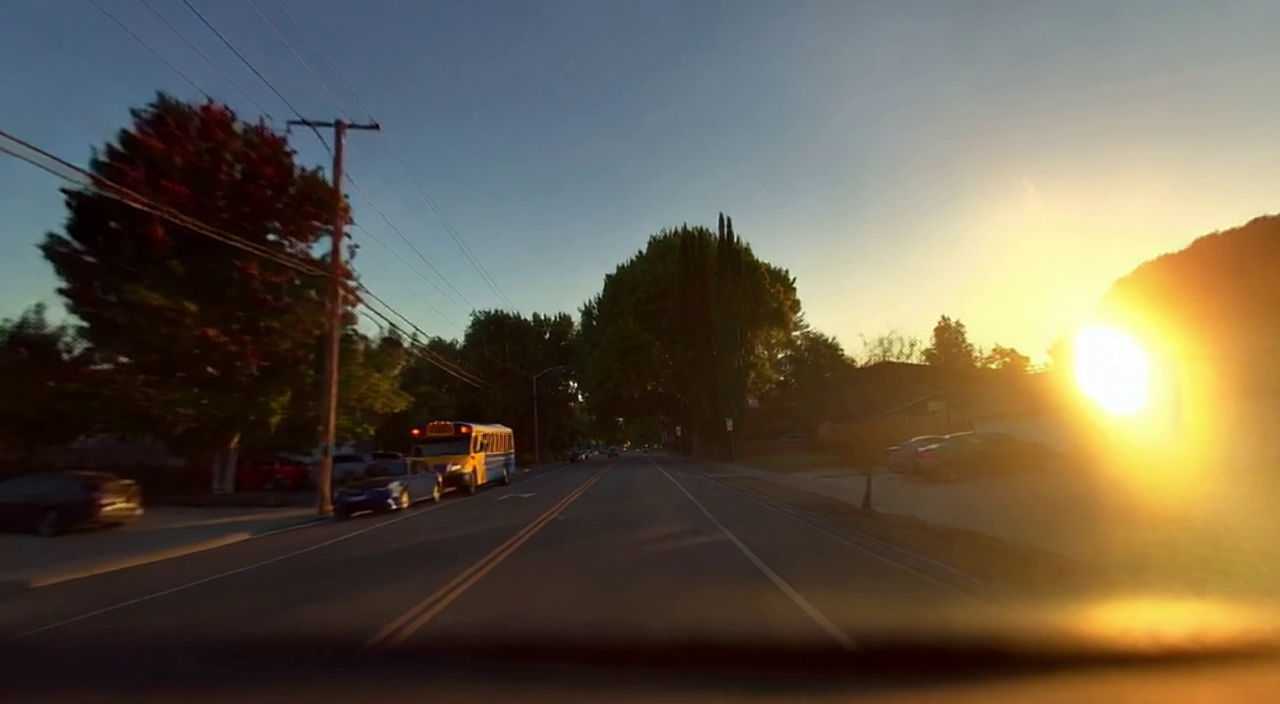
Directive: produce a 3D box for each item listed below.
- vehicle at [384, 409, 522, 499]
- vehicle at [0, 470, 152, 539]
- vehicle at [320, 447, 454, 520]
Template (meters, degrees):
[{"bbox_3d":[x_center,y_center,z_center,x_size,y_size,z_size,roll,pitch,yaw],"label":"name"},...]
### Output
[{"bbox_3d":[-6.676,3.820,23.900,2.835,2.876,7.091,0,-9,2],"label":"vehicle"},{"bbox_3d":[-14.579,3.617,15.325,4.296,1.420,1.874,-2,-9,12],"label":"vehicle"},{"bbox_3d":[-6.802,3.530,17.608,2.023,1.721,4.418,0,-9,-2],"label":"vehicle"}]
